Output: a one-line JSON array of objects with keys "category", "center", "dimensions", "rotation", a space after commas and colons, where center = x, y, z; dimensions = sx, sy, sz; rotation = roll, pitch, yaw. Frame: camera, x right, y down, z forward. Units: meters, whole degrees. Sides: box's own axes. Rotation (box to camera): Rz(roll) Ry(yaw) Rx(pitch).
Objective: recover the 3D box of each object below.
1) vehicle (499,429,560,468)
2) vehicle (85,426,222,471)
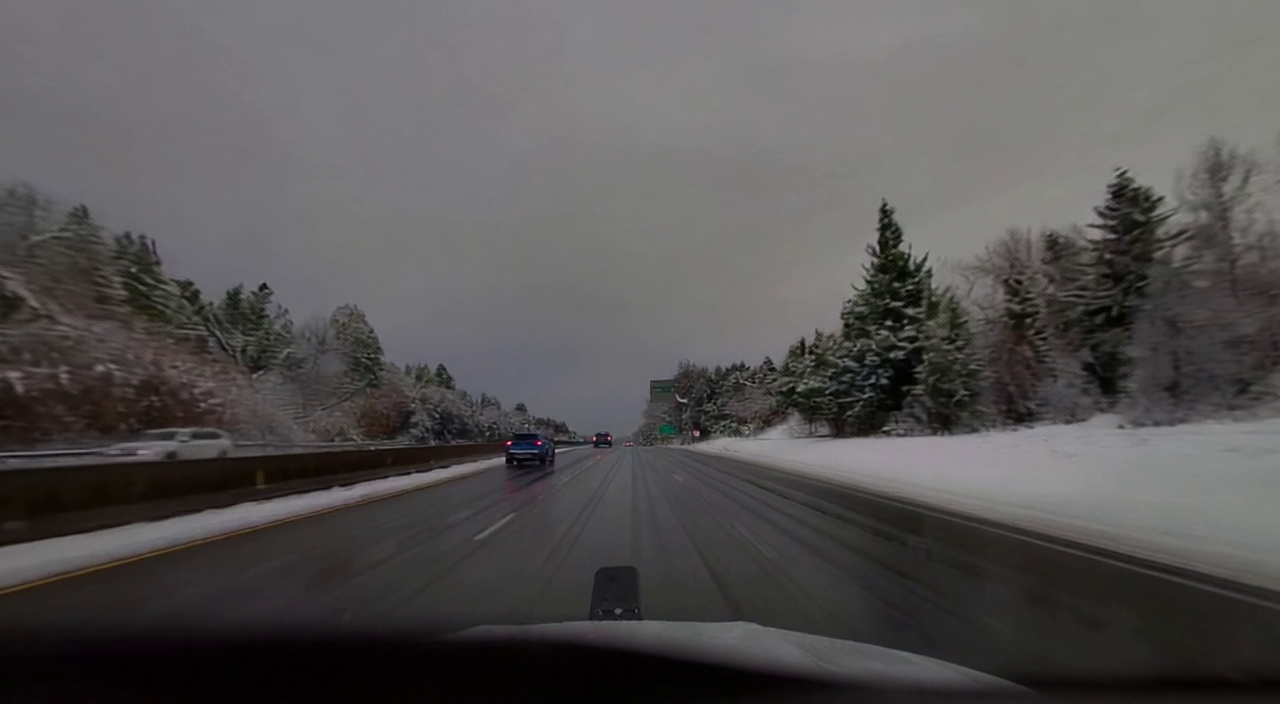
[{"category": "vehicle", "center": [-4.980, 4.434, 29.083], "dimensions": [2.070, 1.647, 4.577], "rotation": [0, -8, -1]}, {"category": "vehicle", "center": [-17.267, 3.427, 22.582], "dimensions": [1.840, 1.483, 3.848], "rotation": [0, -8, -1]}]
